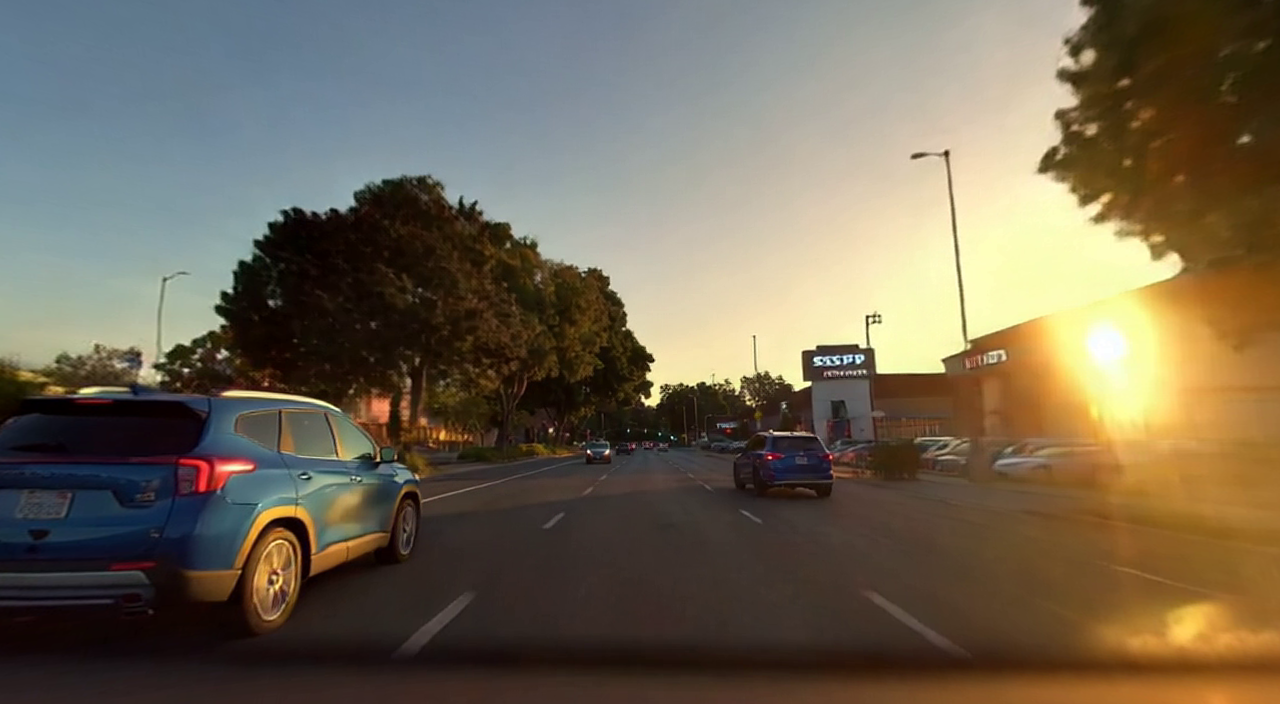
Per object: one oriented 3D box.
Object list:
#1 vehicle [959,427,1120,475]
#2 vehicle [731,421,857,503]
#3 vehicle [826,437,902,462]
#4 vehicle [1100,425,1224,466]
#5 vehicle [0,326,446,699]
[{"bbox_3d":[14.911,3.729,23.776,4.647,1.725,1.991,0,-8,1],"label":"vehicle"},{"bbox_3d":[3.703,2.753,16.129,2.024,1.773,4.431,0,-8,-1],"label":"vehicle"},{"bbox_3d":[13.961,6.088,39.390,4.040,1.497,1.702,0,-8,-1],"label":"vehicle"},{"bbox_3d":[24.824,4.486,30.265,1.910,1.785,4.862,0,-8,3],"label":"vehicle"},{"bbox_3d":[-3.632,1.165,5.728,2.210,1.925,4.838,0,-8,0],"label":"vehicle"}]
